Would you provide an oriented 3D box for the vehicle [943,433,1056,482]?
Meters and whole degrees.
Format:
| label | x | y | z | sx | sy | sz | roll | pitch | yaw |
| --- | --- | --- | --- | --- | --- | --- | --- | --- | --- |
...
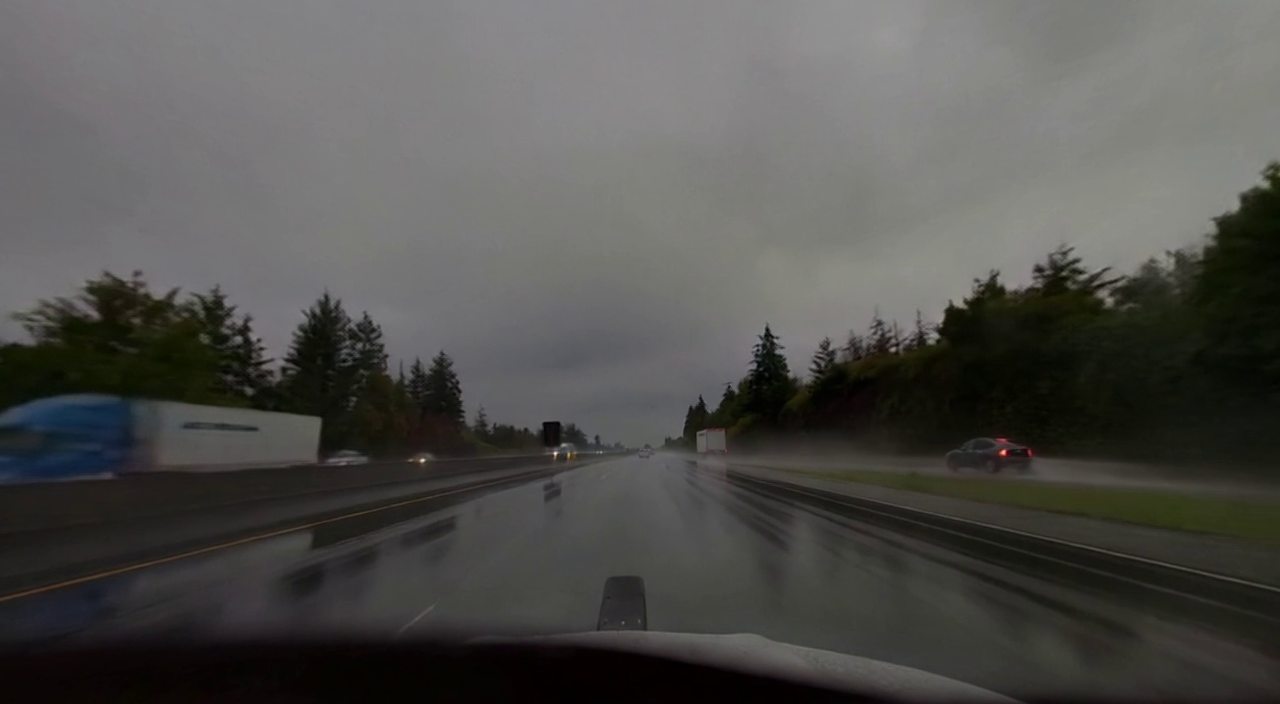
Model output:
| label | x | y | z | sx | sy | sz | roll | pitch | yaw |
| --- | --- | --- | --- | --- | --- | --- | --- | --- | --- |
| vehicle | 14.366 | 4.240 | 25.471 | 2.038 | 1.823 | 3.744 | 1 | -9 | -6 |

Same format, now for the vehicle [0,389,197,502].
| label | x | y | z | sx | sy | sz | roll | pitch | yaw |
| --- | --- | --- | --- | --- | --- | --- | --- | --- | --- |
| vehicle | -20.621 | 3.563 | 24.011 | 2.929 | 3.767 | 5.935 | 0 | -9 | 0 |
